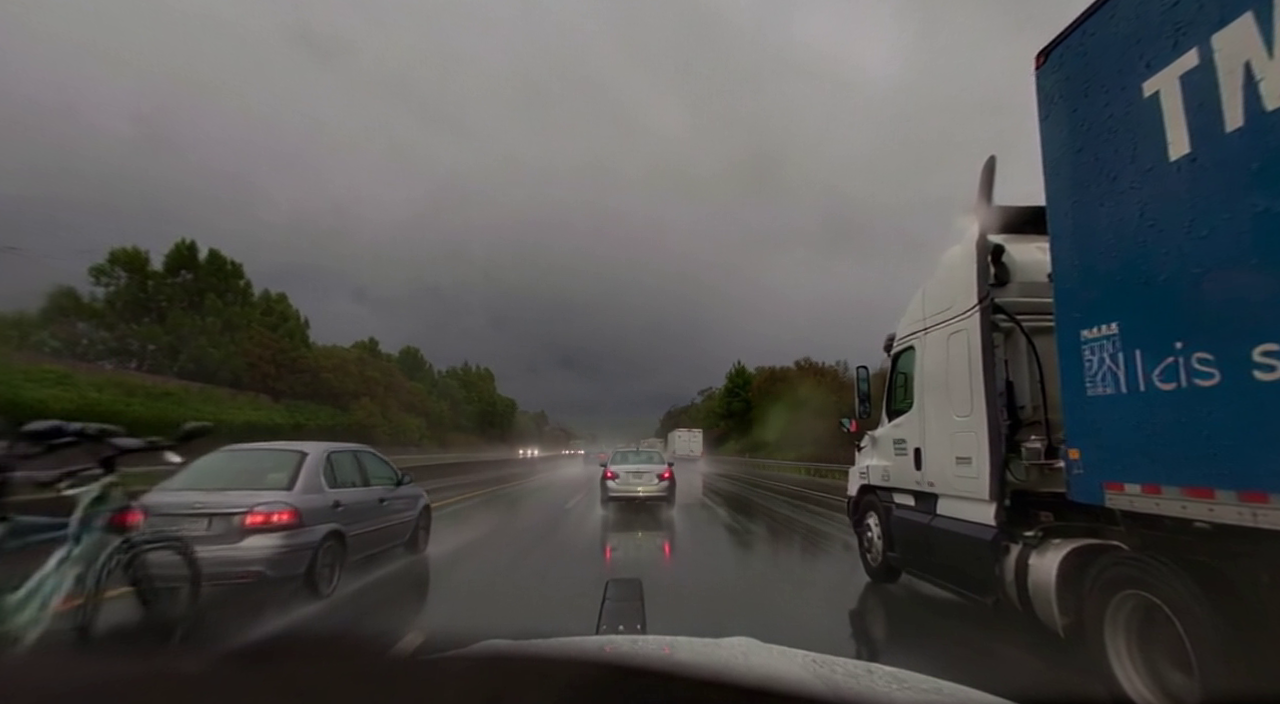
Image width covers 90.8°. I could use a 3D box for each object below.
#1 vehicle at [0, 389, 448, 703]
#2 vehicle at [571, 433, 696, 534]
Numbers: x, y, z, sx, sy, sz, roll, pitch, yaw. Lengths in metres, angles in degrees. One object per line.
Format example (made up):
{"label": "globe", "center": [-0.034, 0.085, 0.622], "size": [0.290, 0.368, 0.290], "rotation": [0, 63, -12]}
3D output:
{"label": "vehicle", "center": [-3.489, 1.398, 5.750], "size": [1.985, 1.671, 4.604], "rotation": [0, -9, 0]}
{"label": "vehicle", "center": [-0.117, 2.359, 11.749], "size": [1.973, 1.574, 3.426], "rotation": [0, -9, -1]}
